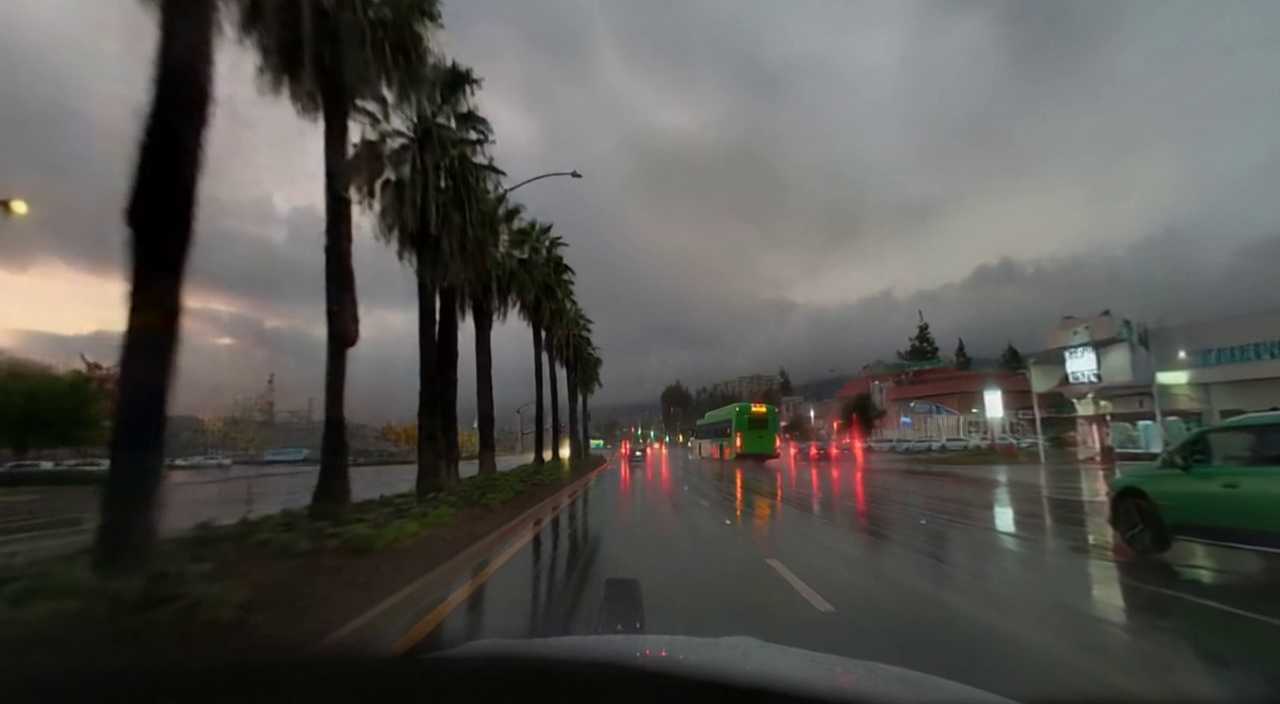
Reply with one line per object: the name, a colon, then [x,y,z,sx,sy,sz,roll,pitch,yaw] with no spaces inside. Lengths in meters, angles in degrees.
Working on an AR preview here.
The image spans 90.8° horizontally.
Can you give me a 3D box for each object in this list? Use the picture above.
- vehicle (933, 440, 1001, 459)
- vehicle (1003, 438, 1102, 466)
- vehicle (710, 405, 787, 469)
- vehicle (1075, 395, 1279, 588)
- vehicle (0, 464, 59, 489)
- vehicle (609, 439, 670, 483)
vehicle: [25.748,7.667,49.793,4.319,1.444,1.888,0,-9,-2]
vehicle: [23.023,5.619,35.386,4.229,1.428,1.883,1,-9,0]
vehicle: [6.255,5.225,38.186,2.795,3.383,9.287,0,-9,-1]
vehicle: [6.611,1.288,5.949,2.031,1.670,4.154,0,-9,0]
vehicle: [-44.524,8.830,44.894,1.821,1.562,4.375,-2,-9,12]
vehicle: [-0.065,4.052,23.789,2.065,1.477,4.306,0,-9,-1]
